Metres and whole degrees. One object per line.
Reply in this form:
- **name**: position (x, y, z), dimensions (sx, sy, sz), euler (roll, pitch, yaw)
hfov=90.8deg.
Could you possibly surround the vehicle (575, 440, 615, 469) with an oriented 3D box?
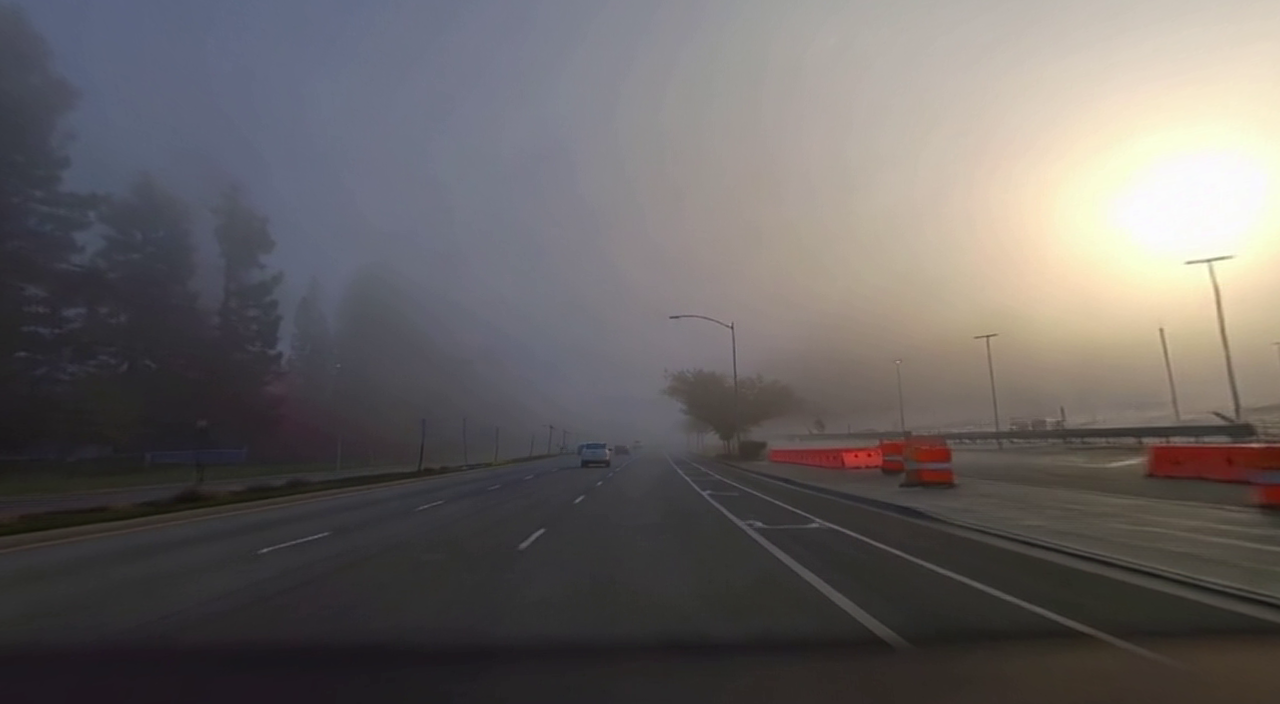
- **vehicle**: position (-2.700, 6.238, 38.630), dimensions (2.121, 1.654, 3.993), euler (0, -8, 1)
